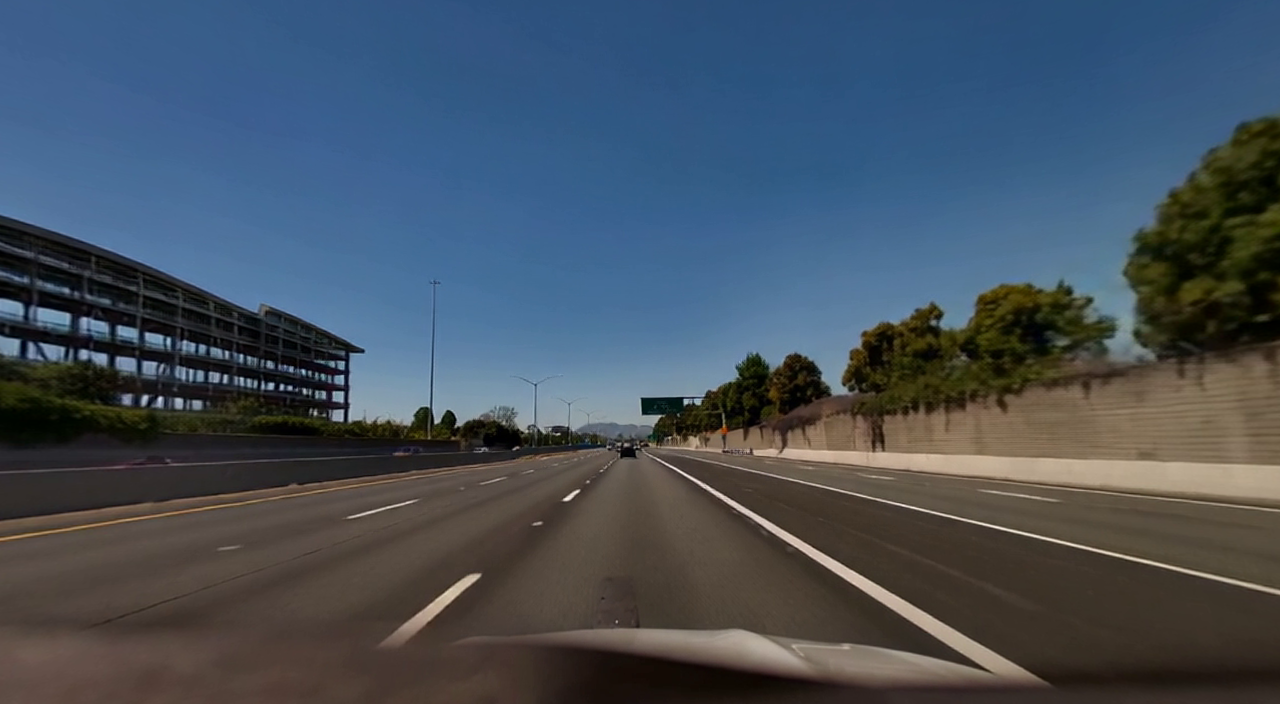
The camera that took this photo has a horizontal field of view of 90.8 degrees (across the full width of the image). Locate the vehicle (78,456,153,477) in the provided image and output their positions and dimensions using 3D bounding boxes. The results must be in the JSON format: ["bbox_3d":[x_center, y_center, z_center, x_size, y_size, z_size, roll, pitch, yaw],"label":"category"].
[{"bbox_3d":[-40.235,8.794,48.571,1.789,1.457,4.444,-1,-9,2],"label":"vehicle"}]
